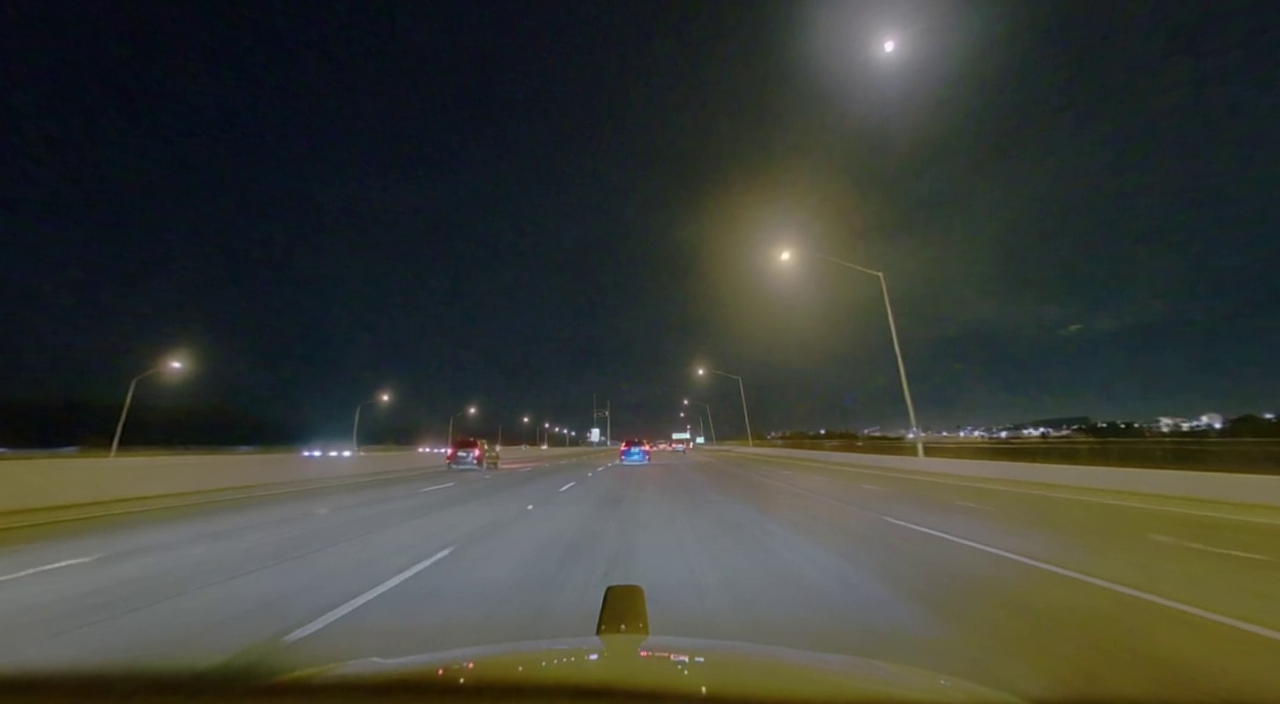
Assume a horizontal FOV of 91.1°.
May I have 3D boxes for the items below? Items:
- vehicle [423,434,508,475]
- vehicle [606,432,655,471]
[{"bbox_3d":[-6.976,4.152,25.656,1.994,1.519,4.668,0,-9,1],"label":"vehicle"},{"bbox_3d":[-0.378,4.709,29.879,2.155,1.690,4.318,0,-8,1],"label":"vehicle"}]
